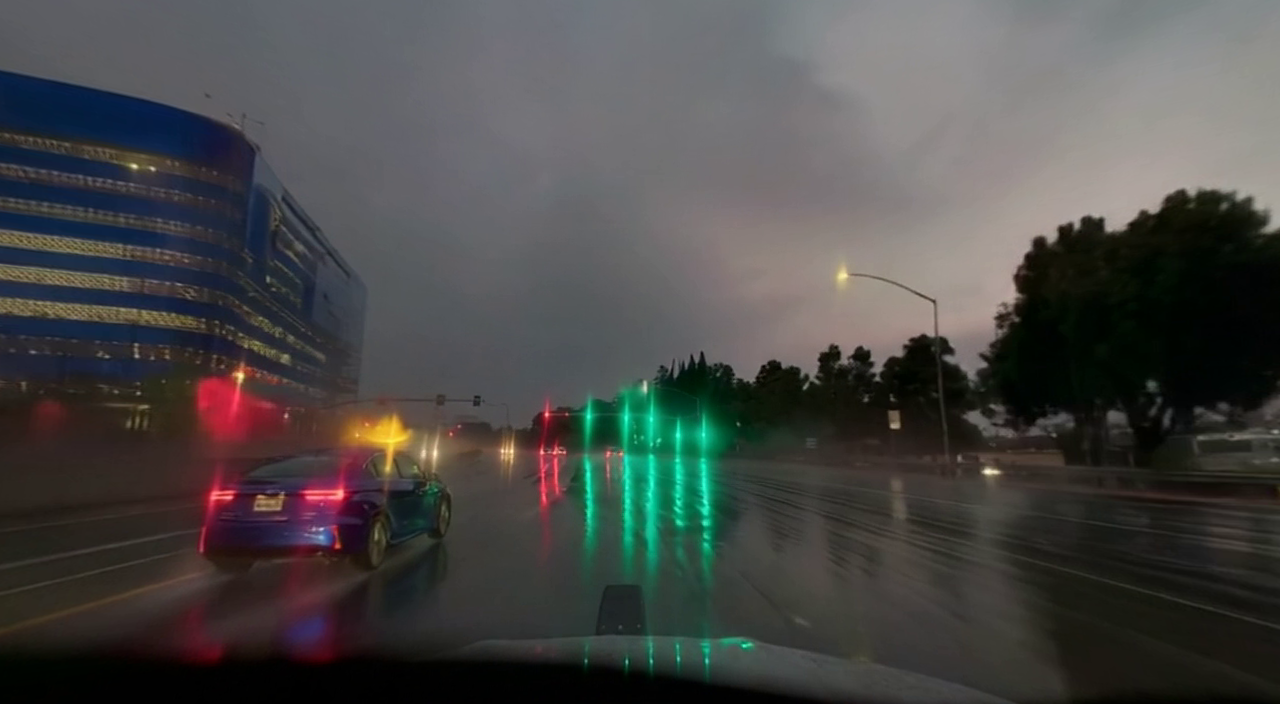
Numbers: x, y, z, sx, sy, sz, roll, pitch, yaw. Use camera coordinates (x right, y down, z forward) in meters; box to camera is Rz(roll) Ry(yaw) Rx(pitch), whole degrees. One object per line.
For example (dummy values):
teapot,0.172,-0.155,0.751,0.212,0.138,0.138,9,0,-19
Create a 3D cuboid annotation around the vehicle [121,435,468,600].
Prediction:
vehicle,-3.737,1.830,7.987,2.018,1.476,4.364,0,-8,-2
